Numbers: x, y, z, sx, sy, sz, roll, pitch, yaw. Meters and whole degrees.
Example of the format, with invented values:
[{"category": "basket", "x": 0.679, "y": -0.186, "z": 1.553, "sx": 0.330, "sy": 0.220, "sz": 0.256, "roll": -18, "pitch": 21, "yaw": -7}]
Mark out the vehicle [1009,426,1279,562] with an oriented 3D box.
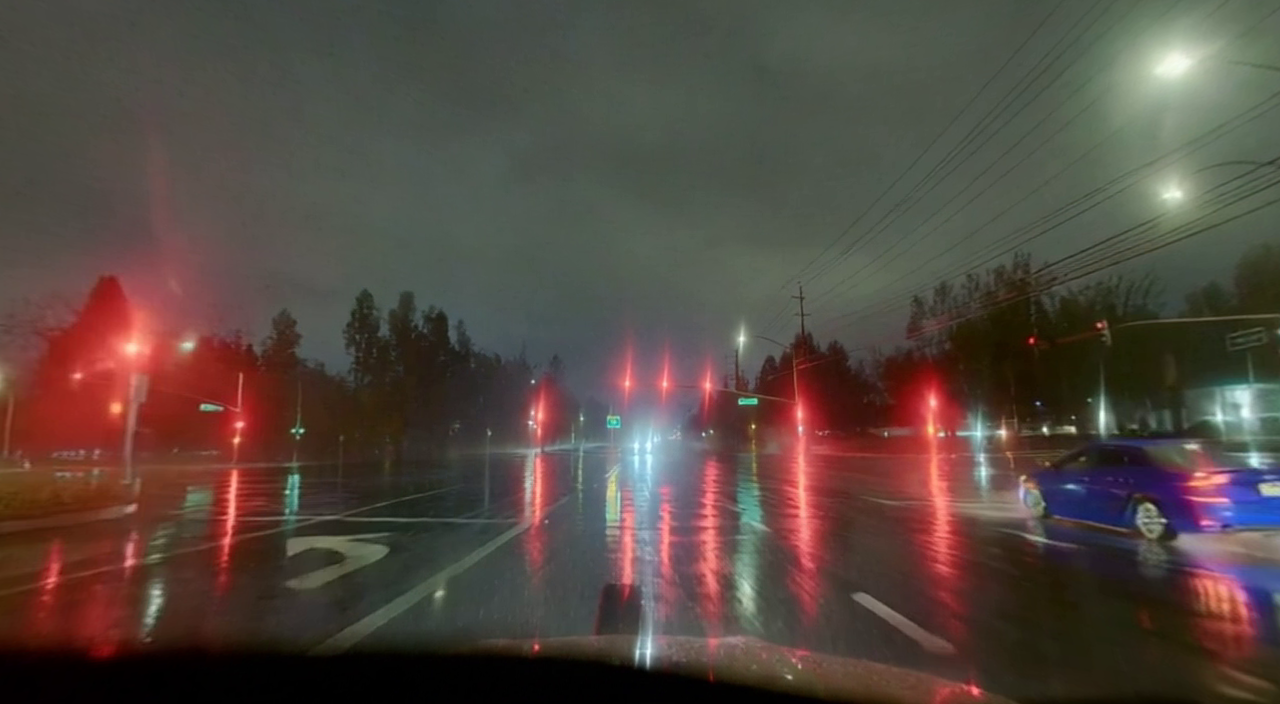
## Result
[{"category": "vehicle", "x": 7.375, "y": 1.910, "z": 9.150, "sx": 1.797, "sy": 1.544, "sz": 3.685, "roll": 0, "pitch": -9, "yaw": 0}]
